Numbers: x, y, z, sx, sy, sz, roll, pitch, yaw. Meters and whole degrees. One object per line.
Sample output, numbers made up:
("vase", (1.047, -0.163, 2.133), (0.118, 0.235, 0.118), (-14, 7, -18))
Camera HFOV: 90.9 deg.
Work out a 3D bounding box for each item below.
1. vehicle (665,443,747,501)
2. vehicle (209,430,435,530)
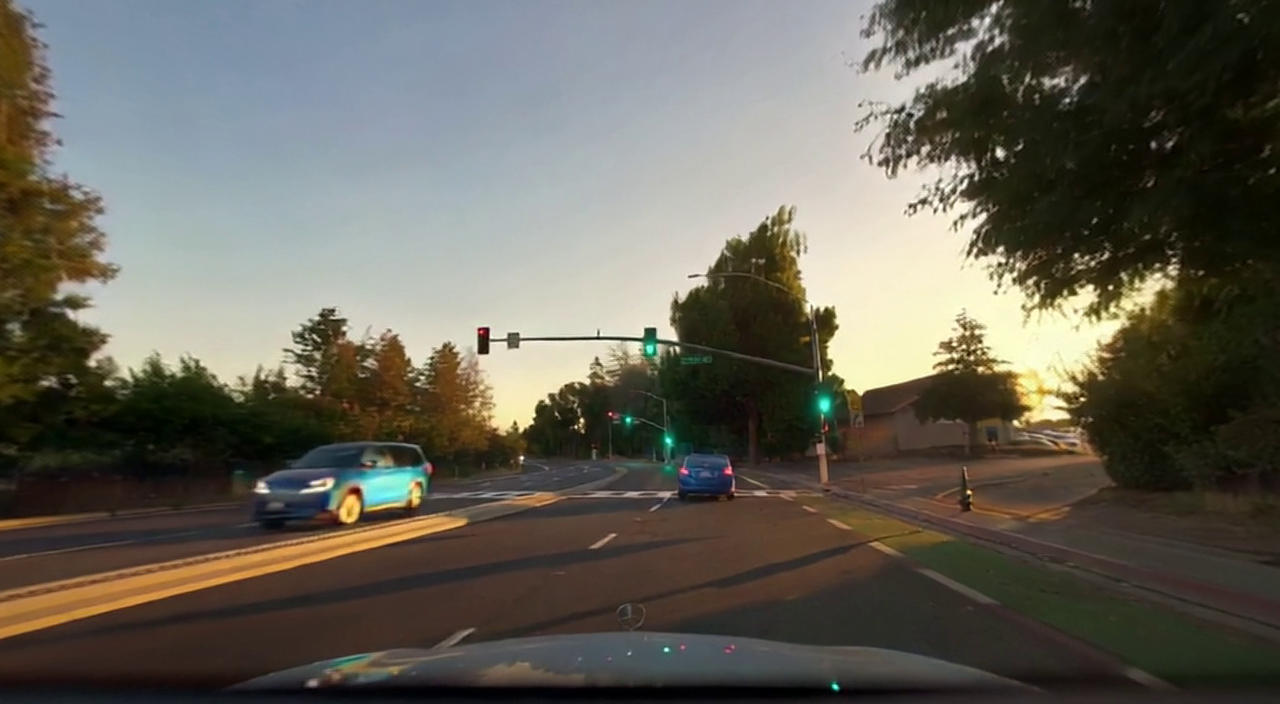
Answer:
("vehicle", (1.912, 3.536, 19.028), (2.148, 1.521, 4.089), (-1, -8, 4))
("vehicle", (-7.147, 2.908, 15.075), (2.150, 1.927, 5.209), (-2, -8, 8))
